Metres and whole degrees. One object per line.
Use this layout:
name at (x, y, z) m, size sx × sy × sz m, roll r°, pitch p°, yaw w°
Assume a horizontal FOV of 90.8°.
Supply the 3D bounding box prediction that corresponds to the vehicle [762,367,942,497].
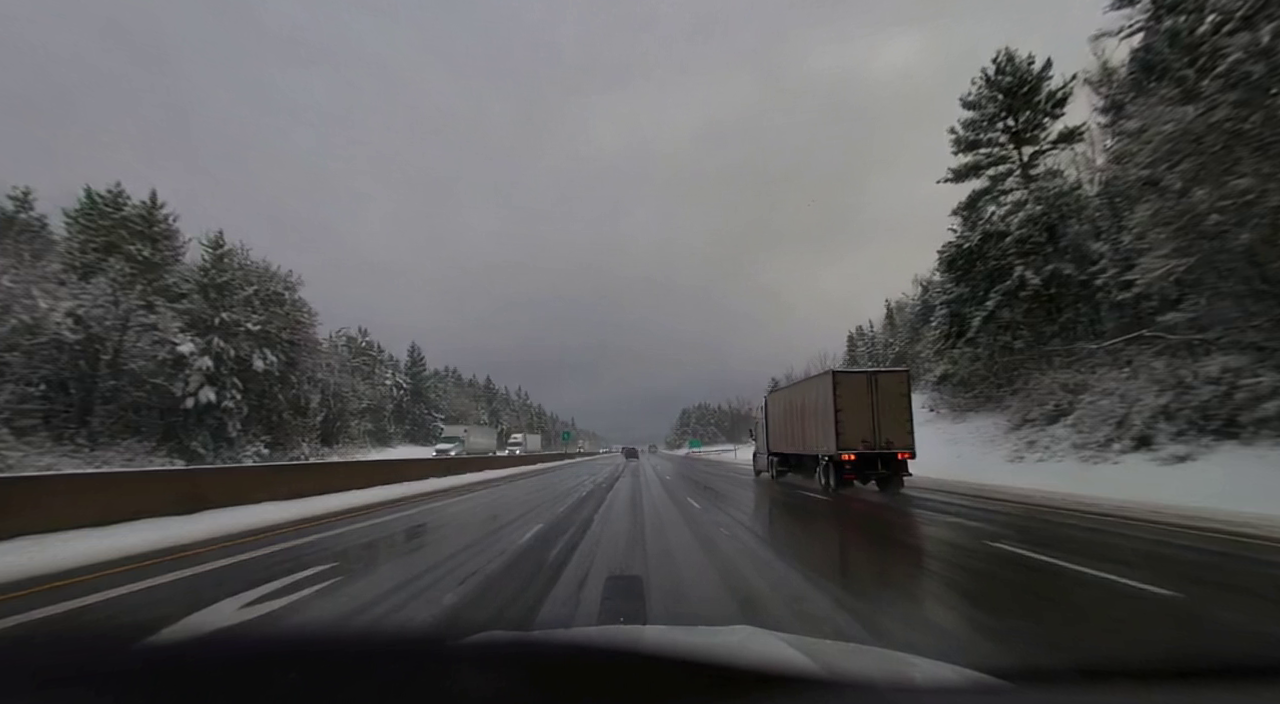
vehicle at (6.982, 3.019, 23.094) m, size 2.821 × 3.681 × 10.415 m, roll 0°, pitch -9°, yaw -1°
